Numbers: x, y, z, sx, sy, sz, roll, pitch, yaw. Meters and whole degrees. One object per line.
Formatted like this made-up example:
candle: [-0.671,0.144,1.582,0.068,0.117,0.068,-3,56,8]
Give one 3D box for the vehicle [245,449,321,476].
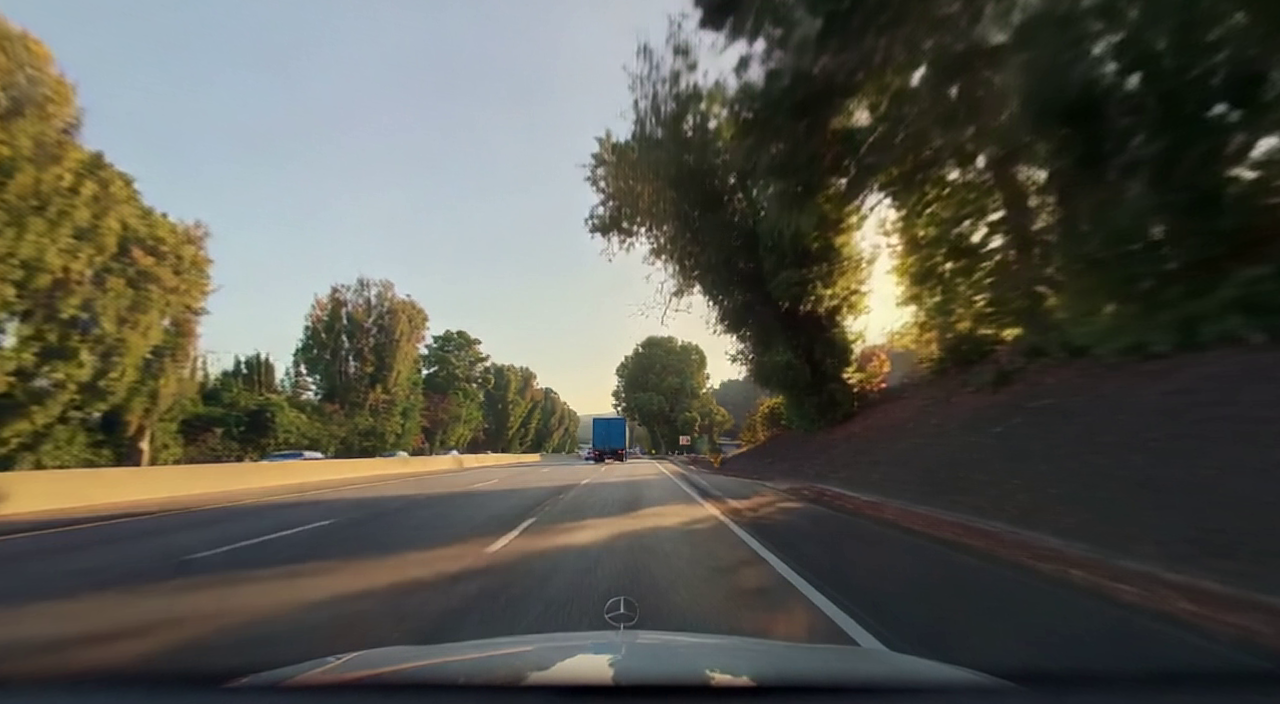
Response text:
vehicle: [-21.633,6.691,38.531,1.965,1.537,4.609,0,-9,0]
